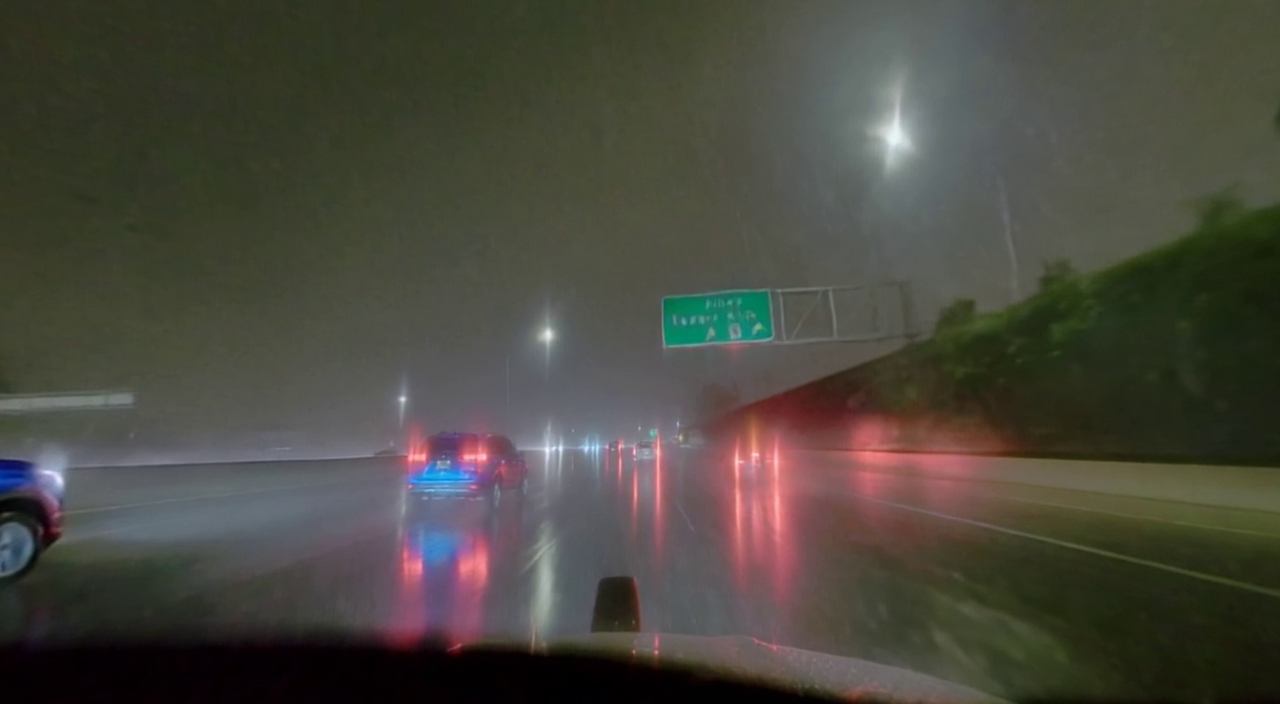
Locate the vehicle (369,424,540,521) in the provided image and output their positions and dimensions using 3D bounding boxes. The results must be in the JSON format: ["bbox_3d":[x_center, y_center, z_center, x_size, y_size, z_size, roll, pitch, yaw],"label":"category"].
[{"bbox_3d":[-3.476,2.357,12.838,2.193,1.641,4.077,0,-8,1],"label":"vehicle"}]

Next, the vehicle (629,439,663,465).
[{"bbox_3d":[0.470,7.498,47.498,2.428,1.841,4.402,0,-8,0],"label":"vehicle"}]

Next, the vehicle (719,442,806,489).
[{"bbox_3d":[4.083,3.850,21.839,2.083,1.453,4.307,0,-8,-1],"label":"vehicle"}]
